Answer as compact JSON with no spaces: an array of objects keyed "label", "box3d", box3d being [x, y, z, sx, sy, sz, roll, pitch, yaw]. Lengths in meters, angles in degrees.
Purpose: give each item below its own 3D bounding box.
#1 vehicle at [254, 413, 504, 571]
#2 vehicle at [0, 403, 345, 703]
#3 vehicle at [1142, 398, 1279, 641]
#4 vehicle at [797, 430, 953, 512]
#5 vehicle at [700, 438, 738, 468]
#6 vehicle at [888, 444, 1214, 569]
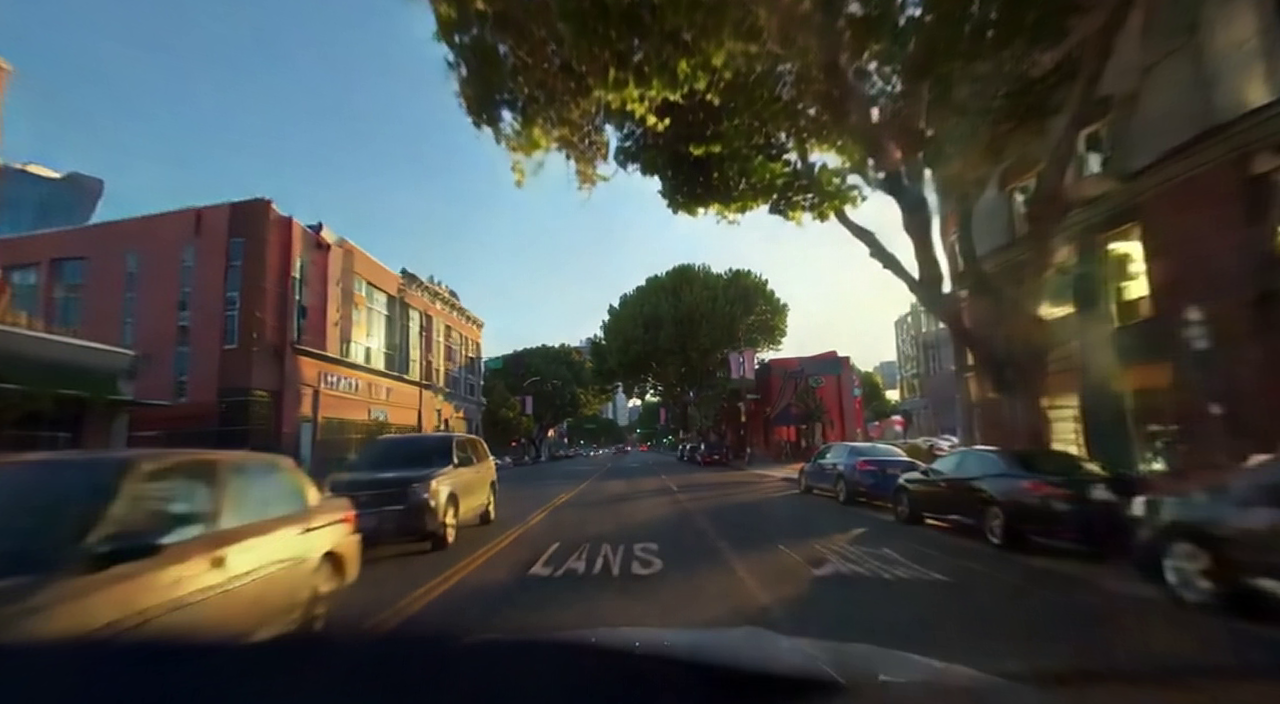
[{"label":"vehicle","box3d":[-3.455,1.926,9.514,2.028,1.764,4.503,0,-8,-3]},{"label":"vehicle","box3d":[-3.123,0.977,2.288,2.013,1.527,4.335,0,-8,0]},{"label":"vehicle","box3d":[5.821,1.057,3.484,2.116,1.780,4.682,0,-8,-2]},{"label":"vehicle","box3d":[5.882,3.031,16.647,2.150,1.805,4.870,0,-8,-1]},{"label":"vehicle","box3d":[5.631,7.222,45.435,2.010,1.943,4.319,-2,-9,-1]},{"label":"vehicle","box3d":[5.886,2.207,10.017,1.910,1.471,4.758,0,-8,-1]}]
